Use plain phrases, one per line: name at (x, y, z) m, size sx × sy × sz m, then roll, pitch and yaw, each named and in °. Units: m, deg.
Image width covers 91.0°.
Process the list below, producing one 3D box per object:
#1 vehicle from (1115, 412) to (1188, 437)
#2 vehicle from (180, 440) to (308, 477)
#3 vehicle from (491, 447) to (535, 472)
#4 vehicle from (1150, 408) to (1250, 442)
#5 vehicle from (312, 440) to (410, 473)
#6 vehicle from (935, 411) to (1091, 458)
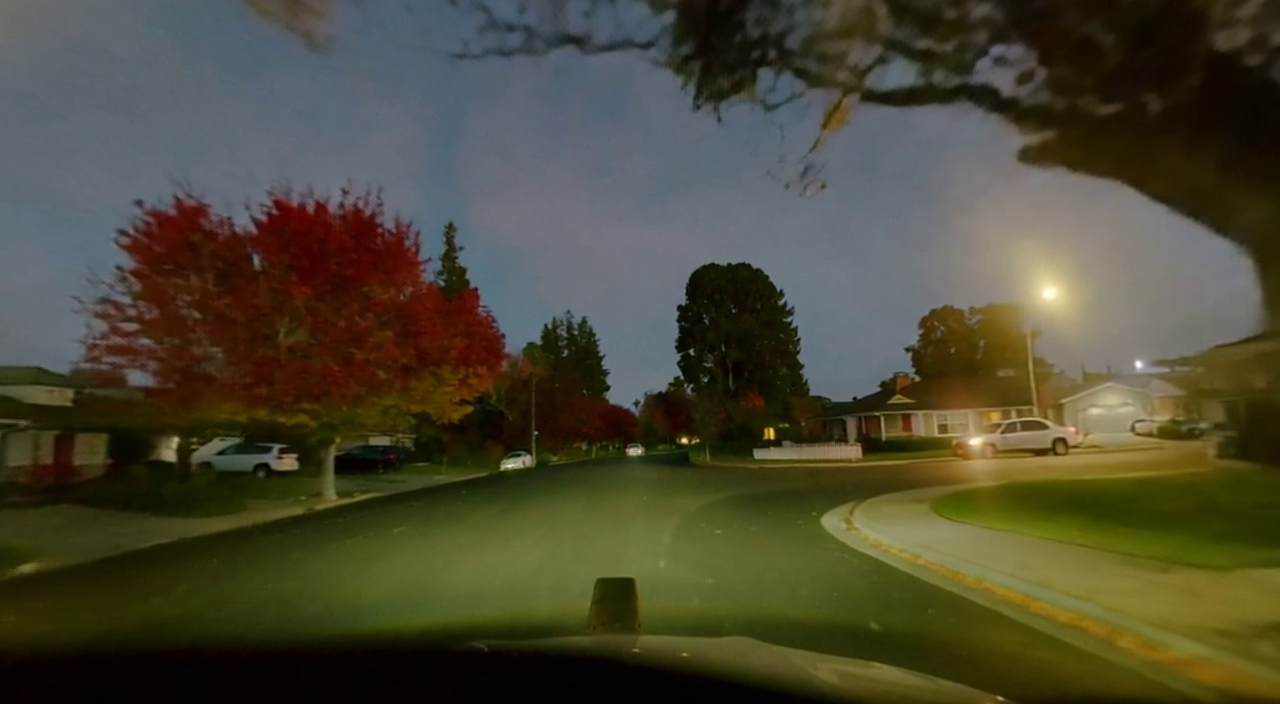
vehicle at (35.258, 5.068, 43.521) m, size 1.971 × 1.581 × 4.495 m, roll -2°, pitch -9°, yaw 12°
vehicle at (-18.483, 5.002, 29.651) m, size 1.829 × 1.584 × 4.748 m, roll -5°, pitch -10°, yaw 27°
vehicle at (-8.313, 7.075, 41.664) m, size 2.040 × 1.525 × 5.212 m, roll 0°, pitch -9°, yaw -2°
vehicle at (34.346, 4.534, 38.772) m, size 2.029 × 1.747 × 4.373 m, roll 0°, pitch -11°, yaw 0°
vehicle at (-16.147, 6.077, 36.621) m, size 4.683 × 1.849 × 2.044 m, roll 0°, pitch -9°, yaw -5°
vehicle at (17.569, 3.954, 29.795) m, size 6.088 × 2.084 × 2.337 m, roll 1°, pitch -10°, yaw -9°
